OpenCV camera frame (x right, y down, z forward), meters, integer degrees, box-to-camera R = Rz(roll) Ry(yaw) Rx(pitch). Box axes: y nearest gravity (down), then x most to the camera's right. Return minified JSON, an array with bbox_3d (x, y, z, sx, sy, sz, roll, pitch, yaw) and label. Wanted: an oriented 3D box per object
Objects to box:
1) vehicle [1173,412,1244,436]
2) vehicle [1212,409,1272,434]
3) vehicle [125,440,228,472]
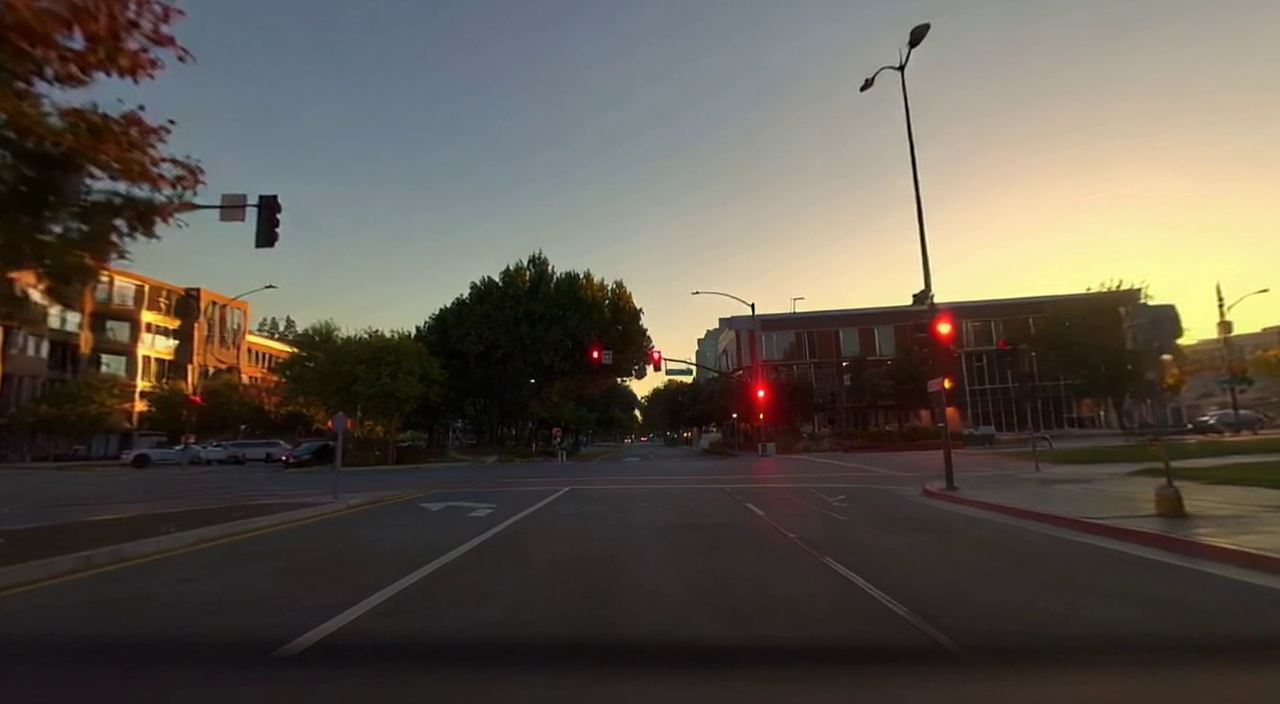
[{"bbox_3d":[39.810,5.066,44.082,4.189,1.561,1.947,4,-9,-23],"label":"vehicle"},{"bbox_3d":[44.945,5.222,47.005,4.339,1.675,1.812,5,-10,-28],"label":"vehicle"},{"bbox_3d":[-27.984,6.255,38.131,4.603,1.666,1.972,-2,-7,-5],"label":"vehicle"}]
